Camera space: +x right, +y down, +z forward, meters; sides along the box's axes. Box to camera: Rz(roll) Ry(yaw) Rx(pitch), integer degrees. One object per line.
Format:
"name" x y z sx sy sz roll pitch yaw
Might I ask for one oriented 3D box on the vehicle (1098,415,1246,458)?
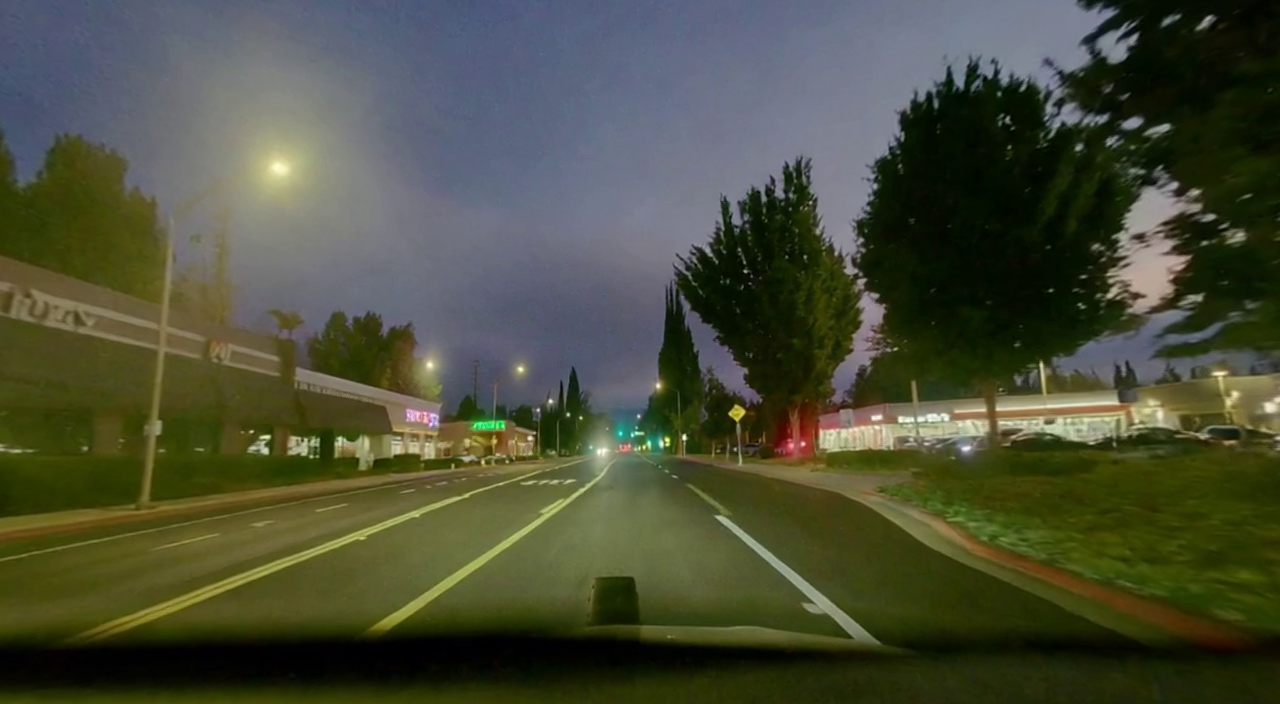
"vehicle" 23.874 3.832 28.494 4.716 1.834 2.119 0 -8 -1

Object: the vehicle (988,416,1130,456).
"vehicle" 23.323 4.724 35.384 6.239 2.118 2.380 0 -8 -1
